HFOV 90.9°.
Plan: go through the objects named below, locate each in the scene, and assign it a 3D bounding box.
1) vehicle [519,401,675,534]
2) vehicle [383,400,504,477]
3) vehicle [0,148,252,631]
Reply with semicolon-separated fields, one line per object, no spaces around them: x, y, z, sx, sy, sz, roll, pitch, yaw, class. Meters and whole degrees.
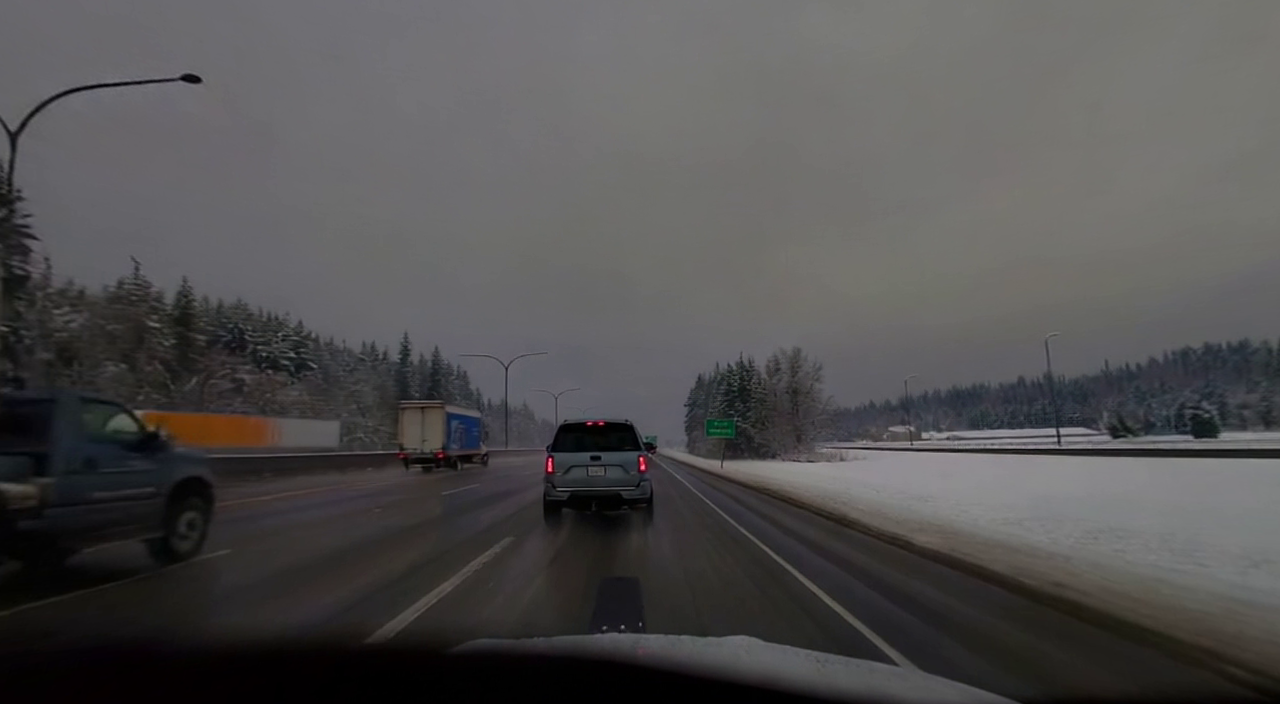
-0.539;2.124;12.103;2.395;2.013;4.734;-1;-8;3;vehicle
-10.792;5.064;36.598;3.347;3.686;12.113;0;-8;-1;vehicle
-6.167;0.059;3.165;2.876;3.584;9.195;0;-8;-3;vehicle
